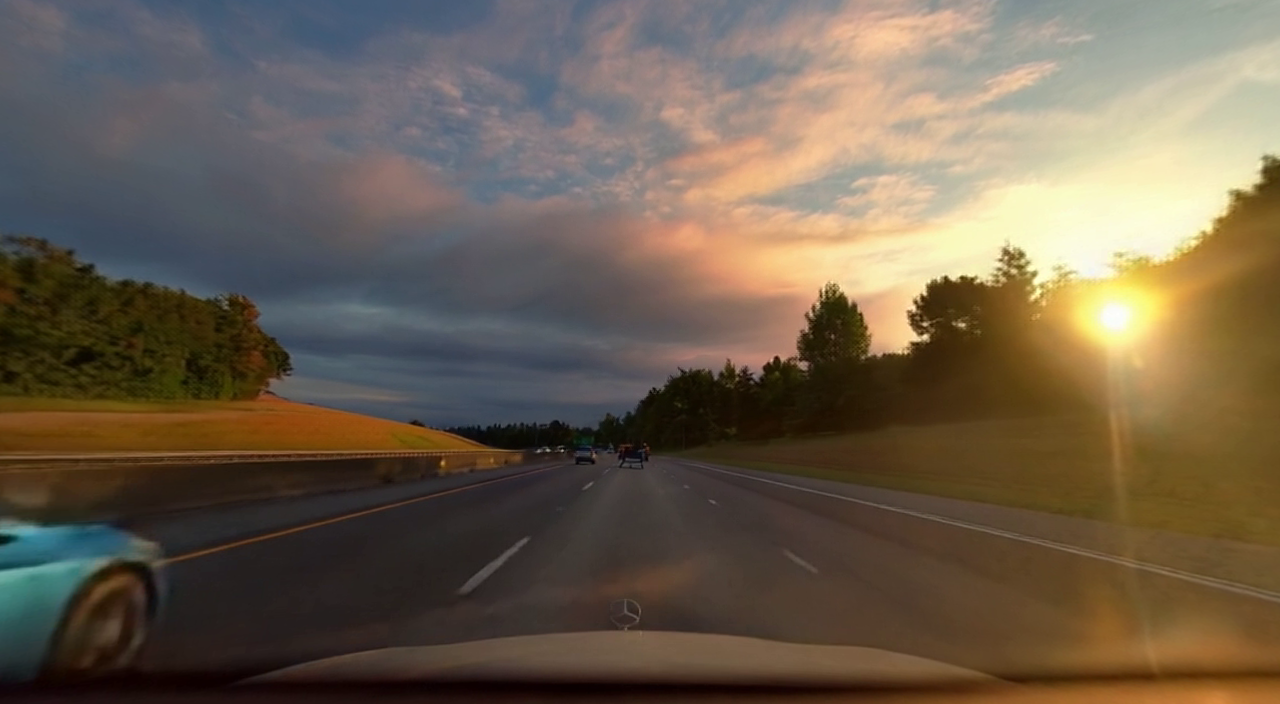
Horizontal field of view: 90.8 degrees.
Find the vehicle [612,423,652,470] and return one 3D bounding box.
[{"bbox_3d":[-0.577,6.740,44.890,2.672,3.056,6.900,0,-9,-1],"label":"vehicle"}]

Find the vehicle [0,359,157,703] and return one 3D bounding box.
[{"bbox_3d":[-3.435,0.639,0.906,2.088,1.643,4.215,0,-9,0],"label":"vehicle"}]
